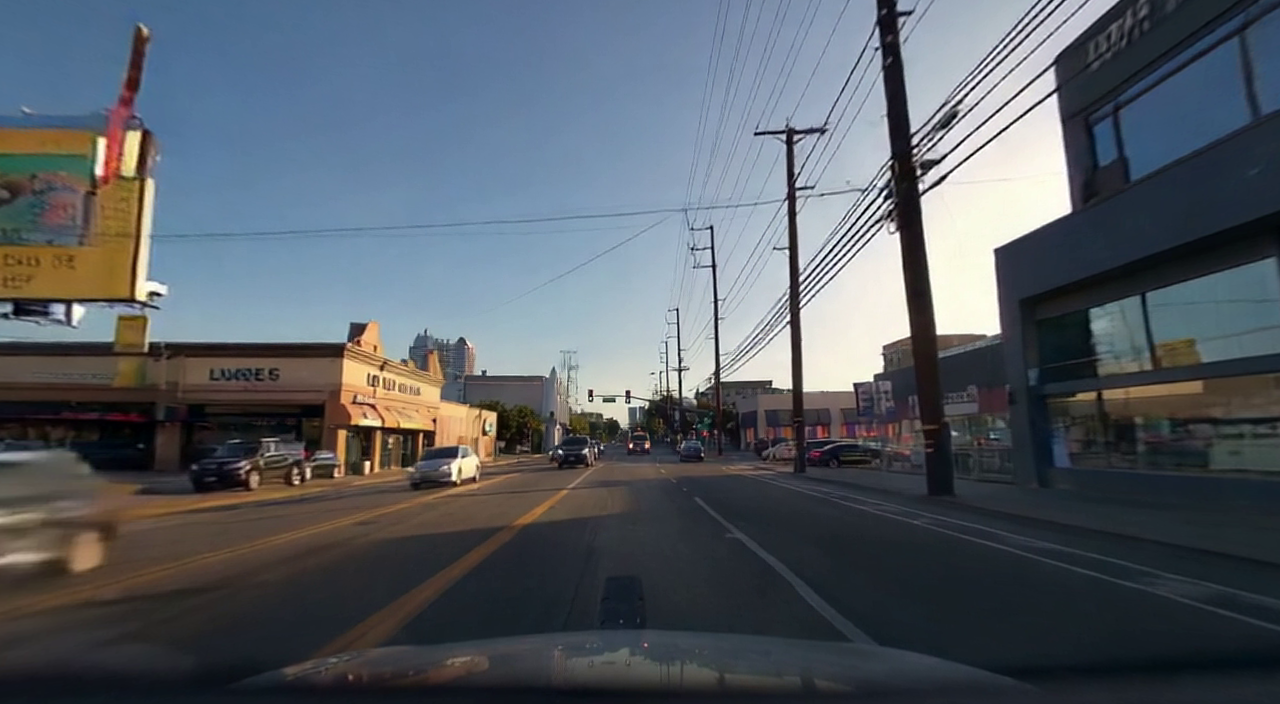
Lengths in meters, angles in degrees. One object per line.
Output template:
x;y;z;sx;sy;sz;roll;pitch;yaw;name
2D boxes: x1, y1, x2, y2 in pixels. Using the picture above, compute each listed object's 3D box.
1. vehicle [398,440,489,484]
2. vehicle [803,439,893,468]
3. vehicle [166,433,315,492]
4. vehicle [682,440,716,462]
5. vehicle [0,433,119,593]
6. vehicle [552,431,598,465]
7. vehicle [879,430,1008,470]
-7.357;4.159;24.161;2.020;1.479;4.612;0;-9;0;vehicle
11.283;5.534;34.456;4.238;1.464;1.862;0;-9;2;vehicle
-13.891;3.848;22.414;2.044;1.830;4.800;0;-9;2;vehicle
4.053;6.925;44.227;1.926;1.482;4.442;0;-9;-1;vehicle
-7.188;1.421;5.144;1.952;1.536;4.623;0;-9;0;vehicle
-3.931;5.952;39.226;2.277;1.904;5.583;0;-9;0;vehicle
15.045;4.884;31.527;5.307;1.877;2.052;0;-9;-1;vehicle
